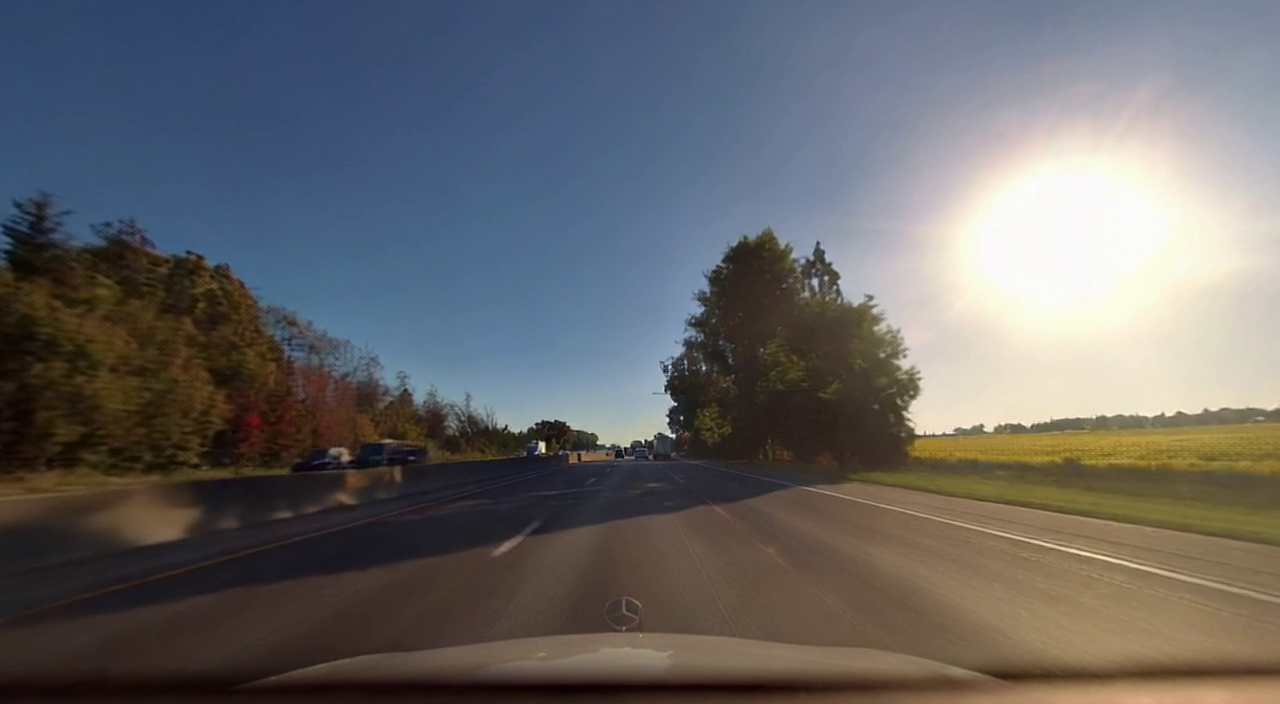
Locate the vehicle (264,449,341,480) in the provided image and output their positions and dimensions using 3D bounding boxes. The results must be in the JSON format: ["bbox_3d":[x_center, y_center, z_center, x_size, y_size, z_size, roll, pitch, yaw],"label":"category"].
[{"bbox_3d":[-19.792,6.586,37.079,2.114,1.661,4.377,0,-9,0],"label":"vehicle"}]

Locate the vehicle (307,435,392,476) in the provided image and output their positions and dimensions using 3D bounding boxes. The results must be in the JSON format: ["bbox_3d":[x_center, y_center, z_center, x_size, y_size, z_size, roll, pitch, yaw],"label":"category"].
[{"bbox_3d":[-19.878,7.139,43.475,2.629,2.571,6.663,0,-9,0],"label":"vehicle"}]
